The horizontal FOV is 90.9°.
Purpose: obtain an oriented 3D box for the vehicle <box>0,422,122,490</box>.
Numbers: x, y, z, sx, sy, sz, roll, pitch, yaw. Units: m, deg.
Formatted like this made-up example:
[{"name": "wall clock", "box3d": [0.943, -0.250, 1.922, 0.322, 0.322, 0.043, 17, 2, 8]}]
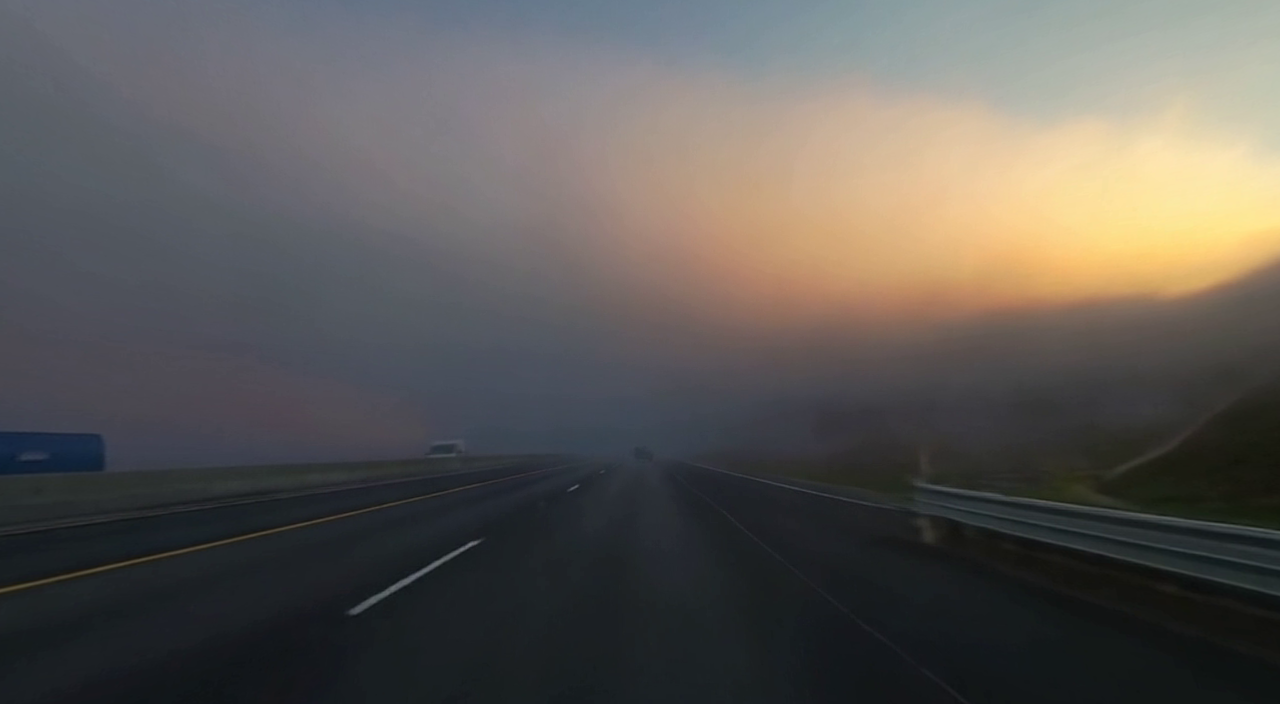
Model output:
[{"name": "vehicle", "box3d": [-40.997, 6.455, 39.235, 4.331, 4.091, 18.781, 1, -8, -9]}]
